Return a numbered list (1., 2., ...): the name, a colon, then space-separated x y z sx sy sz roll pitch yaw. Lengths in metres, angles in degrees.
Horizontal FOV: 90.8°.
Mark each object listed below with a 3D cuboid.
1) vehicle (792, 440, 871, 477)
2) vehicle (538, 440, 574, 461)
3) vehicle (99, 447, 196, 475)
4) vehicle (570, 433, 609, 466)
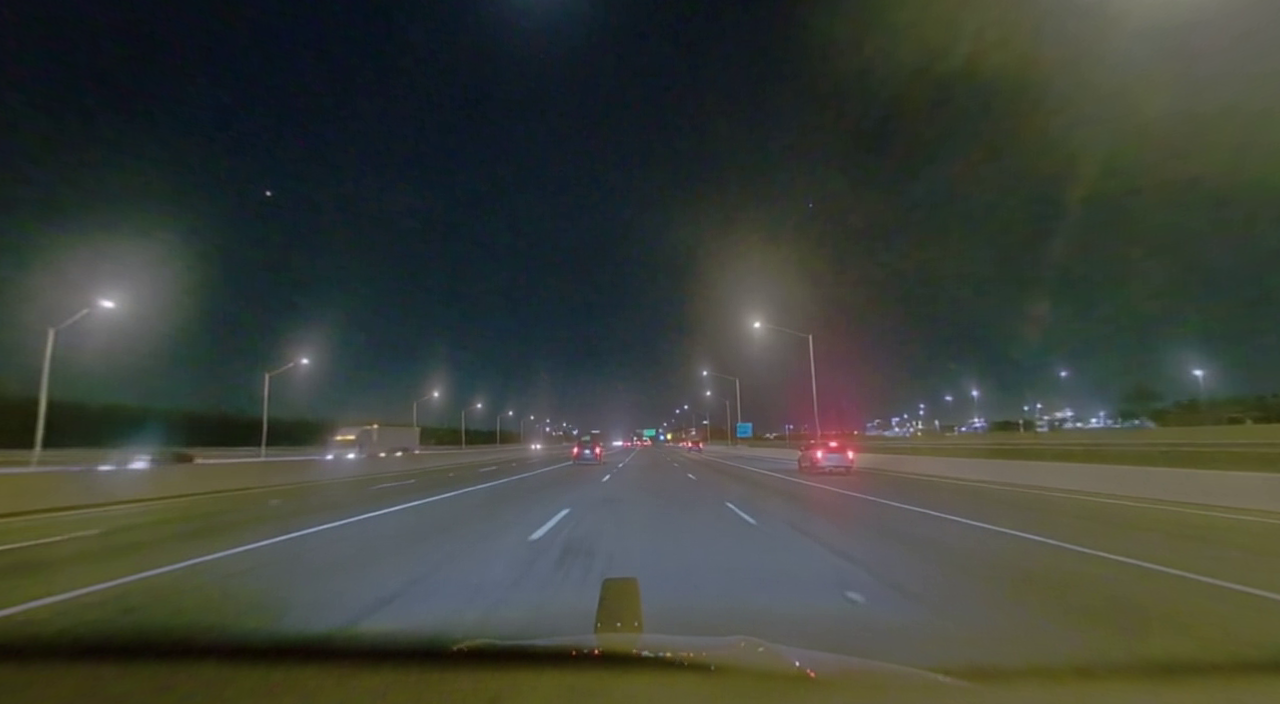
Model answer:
1. vehicle: 7.955 4.444 26.680 1.900 1.432 4.519 0 -8 0
2. vehicle: -6.247 7.385 47.441 2.009 1.462 4.458 0 -8 1
3. vehicle: -29.311 6.464 37.774 1.956 1.566 4.663 0 -8 1
4. vehicle: -2.945 5.829 37.863 1.893 1.827 4.513 0 -8 1
